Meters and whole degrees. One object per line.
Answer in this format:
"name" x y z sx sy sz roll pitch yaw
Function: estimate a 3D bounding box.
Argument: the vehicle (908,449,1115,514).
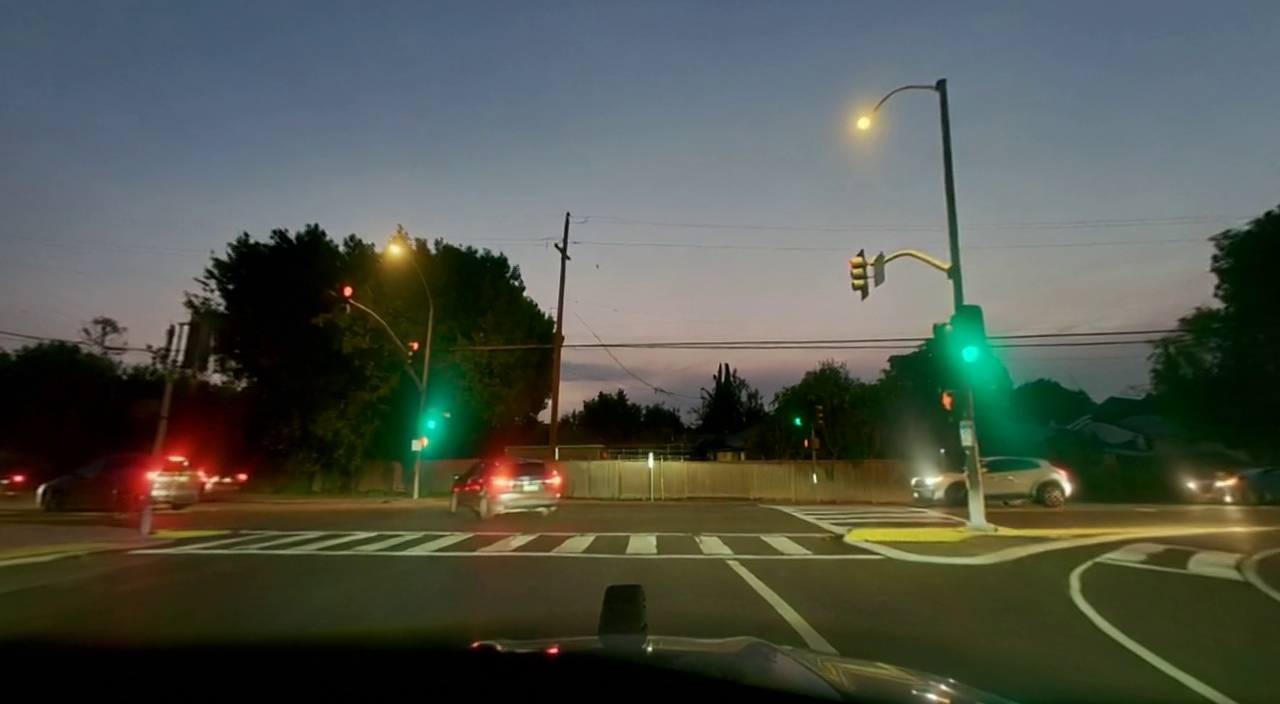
"vehicle" 10.530 3.674 18.228 4.600 1.722 2.074 -1 -9 5

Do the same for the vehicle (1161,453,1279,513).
"vehicle" 17.926 3.693 17.951 4.254 1.558 1.960 -1 -9 5

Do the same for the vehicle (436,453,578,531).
"vehicle" -3.391 3.249 15.363 2.078 1.506 4.512 5 -10 -29

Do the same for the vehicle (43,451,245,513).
"vehicle" -14.405 3.743 18.455 4.485 1.625 1.980 -1 -9 8
